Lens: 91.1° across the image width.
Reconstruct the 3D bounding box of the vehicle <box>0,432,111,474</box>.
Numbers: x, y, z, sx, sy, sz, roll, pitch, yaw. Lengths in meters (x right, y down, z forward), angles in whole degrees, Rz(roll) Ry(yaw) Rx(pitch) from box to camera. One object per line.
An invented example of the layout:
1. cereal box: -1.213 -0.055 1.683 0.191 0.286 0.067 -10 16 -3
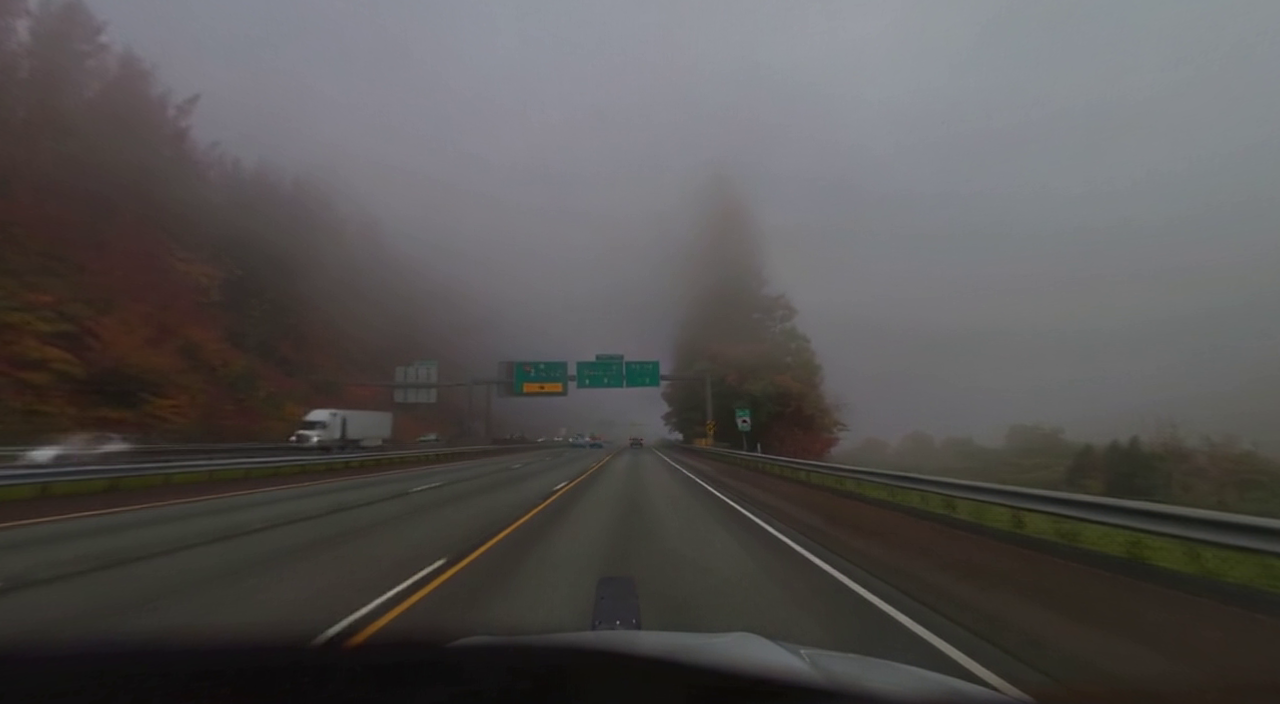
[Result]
1. vehicle: -24.401 4.057 25.645 1.901 1.550 4.248 0 -8 1
